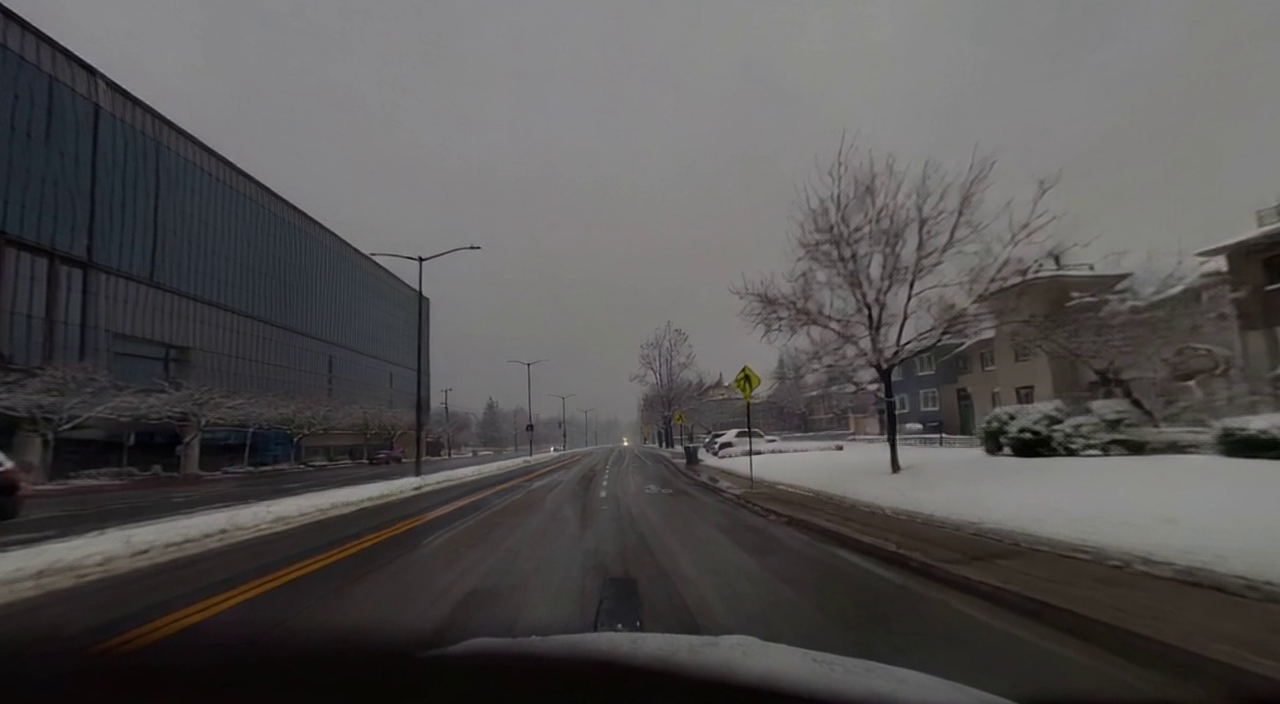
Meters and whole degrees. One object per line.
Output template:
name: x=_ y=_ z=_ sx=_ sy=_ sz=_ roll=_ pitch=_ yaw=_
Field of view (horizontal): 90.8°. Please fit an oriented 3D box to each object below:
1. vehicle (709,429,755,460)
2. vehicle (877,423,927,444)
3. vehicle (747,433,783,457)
vehicle: x=6.075 y=6.224 z=42.482 sx=2.160 sy=1.944 sz=5.086 roll=0 pitch=-8 yaw=-2
vehicle: x=19.501 y=6.133 z=47.267 sx=1.890 sy=1.492 sz=4.494 roll=0 pitch=-8 yaw=1
vehicle: x=8.466 y=6.348 z=43.131 sx=1.842 sy=1.535 sz=3.638 roll=0 pitch=-8 yaw=2
